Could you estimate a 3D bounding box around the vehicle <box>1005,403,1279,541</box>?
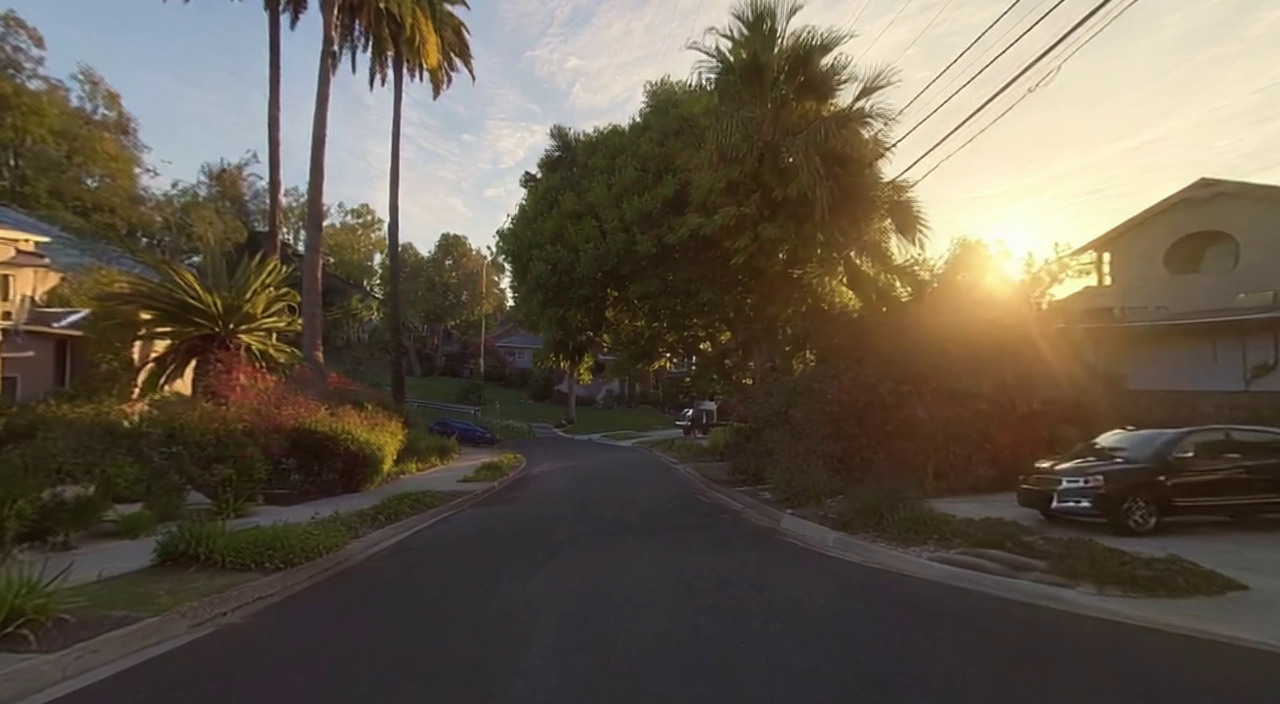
[{"bbox_3d":[9.403,2.043,10.878,5.663,1.913,2.170,5,-10,-21],"label":"vehicle"}]
